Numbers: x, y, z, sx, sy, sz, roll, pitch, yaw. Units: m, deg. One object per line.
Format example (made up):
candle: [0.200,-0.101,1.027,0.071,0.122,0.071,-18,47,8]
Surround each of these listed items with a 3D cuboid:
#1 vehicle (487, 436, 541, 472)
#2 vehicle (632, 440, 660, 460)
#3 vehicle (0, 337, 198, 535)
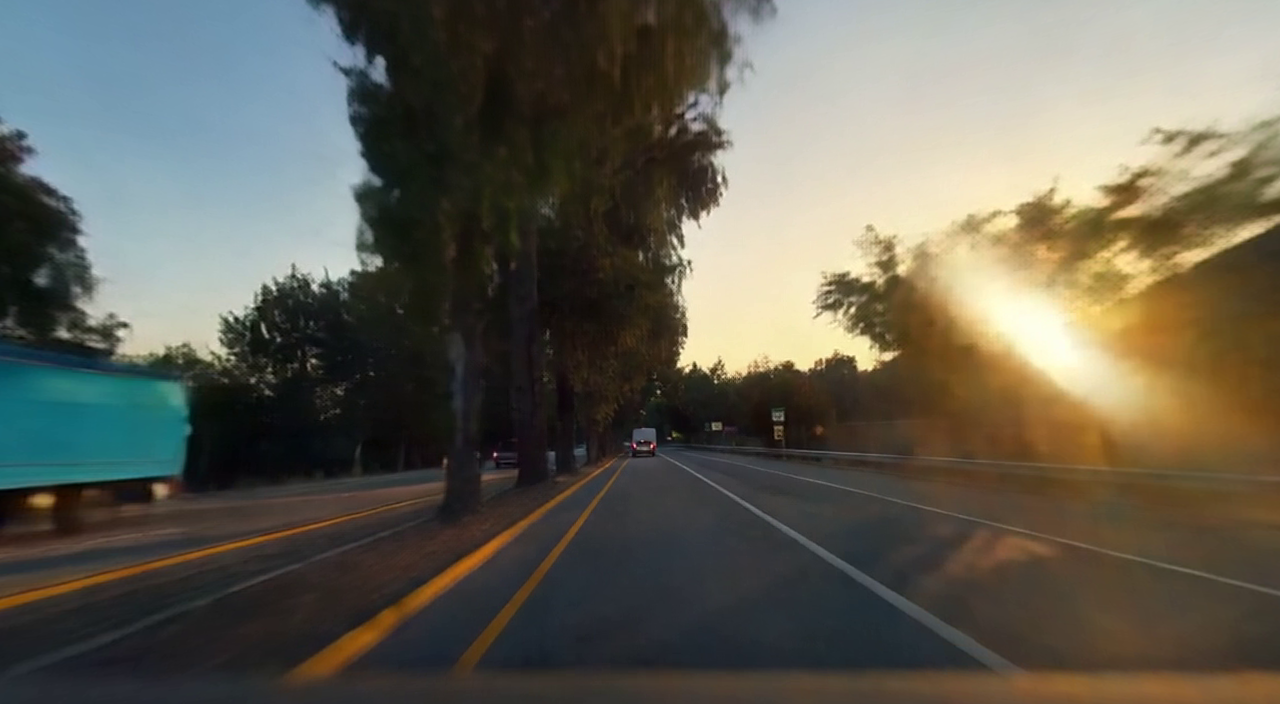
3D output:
vehicle: [-6.993,5.691,35.422,2.068,1.897,4.372,0,-8,1]
vehicle: [0.446,7.745,49.841,2.061,1.469,3.782,0,-8,0]
vehicle: [-14.823,1.641,12.358,2.905,4.091,12.827,0,-8,0]
